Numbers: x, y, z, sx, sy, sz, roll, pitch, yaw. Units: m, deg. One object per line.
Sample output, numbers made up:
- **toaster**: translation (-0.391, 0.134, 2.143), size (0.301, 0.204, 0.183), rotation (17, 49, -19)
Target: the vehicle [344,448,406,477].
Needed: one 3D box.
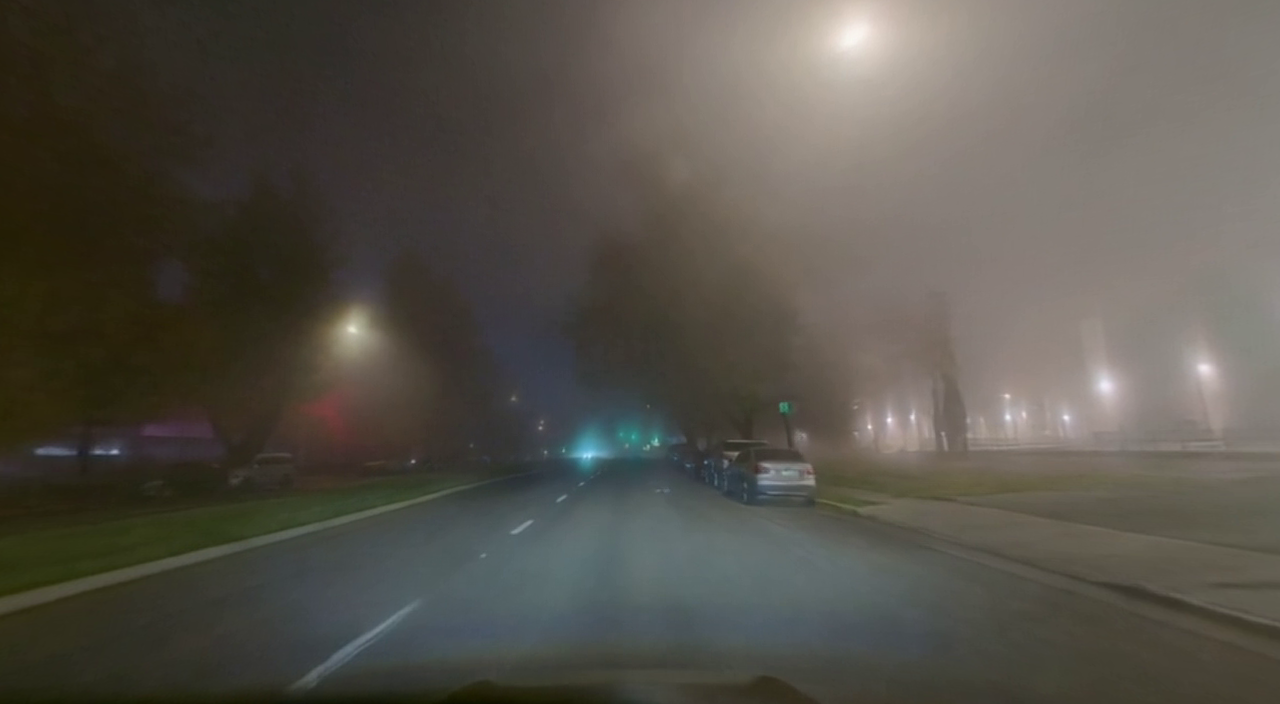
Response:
- **vehicle**: translation (-18.401, 7.645, 44.173), size (2.151, 1.885, 4.979), rotation (0, -8, -1)

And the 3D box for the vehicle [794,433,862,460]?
- **vehicle**: translation (14.696, 7.364, 49.198), size (5.687, 1.947, 2.256), rotation (7, -11, -40)

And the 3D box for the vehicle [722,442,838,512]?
- **vehicle**: translation (3.325, 3.044, 15.951), size (1.924, 1.492, 4.587), rotation (0, -8, 1)

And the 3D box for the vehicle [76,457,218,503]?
- **vehicle**: translation (-18.304, 4.747, 23.795), size (1.791, 1.461, 4.496), rotation (0, -8, -1)

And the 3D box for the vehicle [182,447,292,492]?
- **vehicle**: translation (-18.113, 5.252, 28.719), size (2.007, 1.806, 4.707), rotation (0, -8, -2)
